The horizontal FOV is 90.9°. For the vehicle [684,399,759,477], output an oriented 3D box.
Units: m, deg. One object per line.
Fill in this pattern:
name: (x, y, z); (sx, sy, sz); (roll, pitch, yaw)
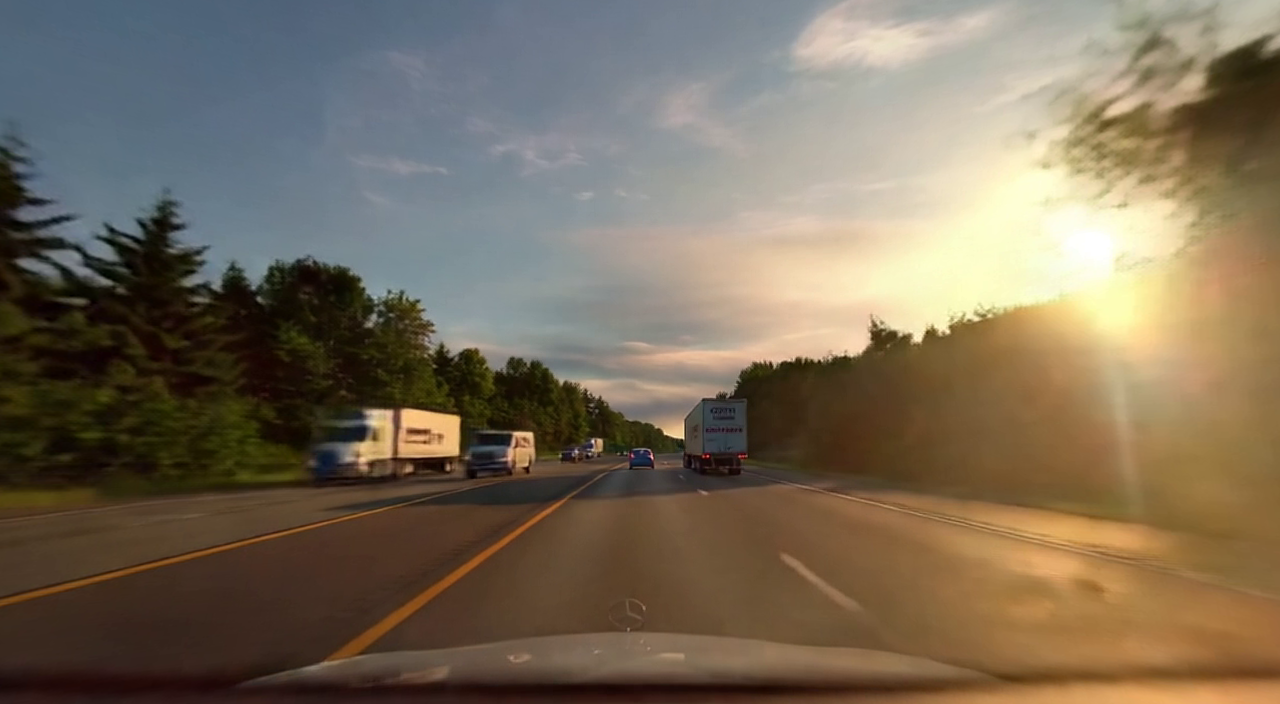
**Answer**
vehicle: (4.803, 5.621, 40.336); (2.909, 4.074, 14.457); (0, -9, 0)

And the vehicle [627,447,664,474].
vehicle: (0.351, 6.344, 37.134); (2.074, 1.475, 3.960); (0, -9, 1)

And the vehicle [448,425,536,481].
vehicle: (-8.225, 5.779, 36.123); (3.033, 2.814, 7.504); (0, -9, 1)

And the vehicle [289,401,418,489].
vehicle: (-12.911, 4.297, 29.112); (3.001, 3.604, 5.968); (0, -9, 1)
